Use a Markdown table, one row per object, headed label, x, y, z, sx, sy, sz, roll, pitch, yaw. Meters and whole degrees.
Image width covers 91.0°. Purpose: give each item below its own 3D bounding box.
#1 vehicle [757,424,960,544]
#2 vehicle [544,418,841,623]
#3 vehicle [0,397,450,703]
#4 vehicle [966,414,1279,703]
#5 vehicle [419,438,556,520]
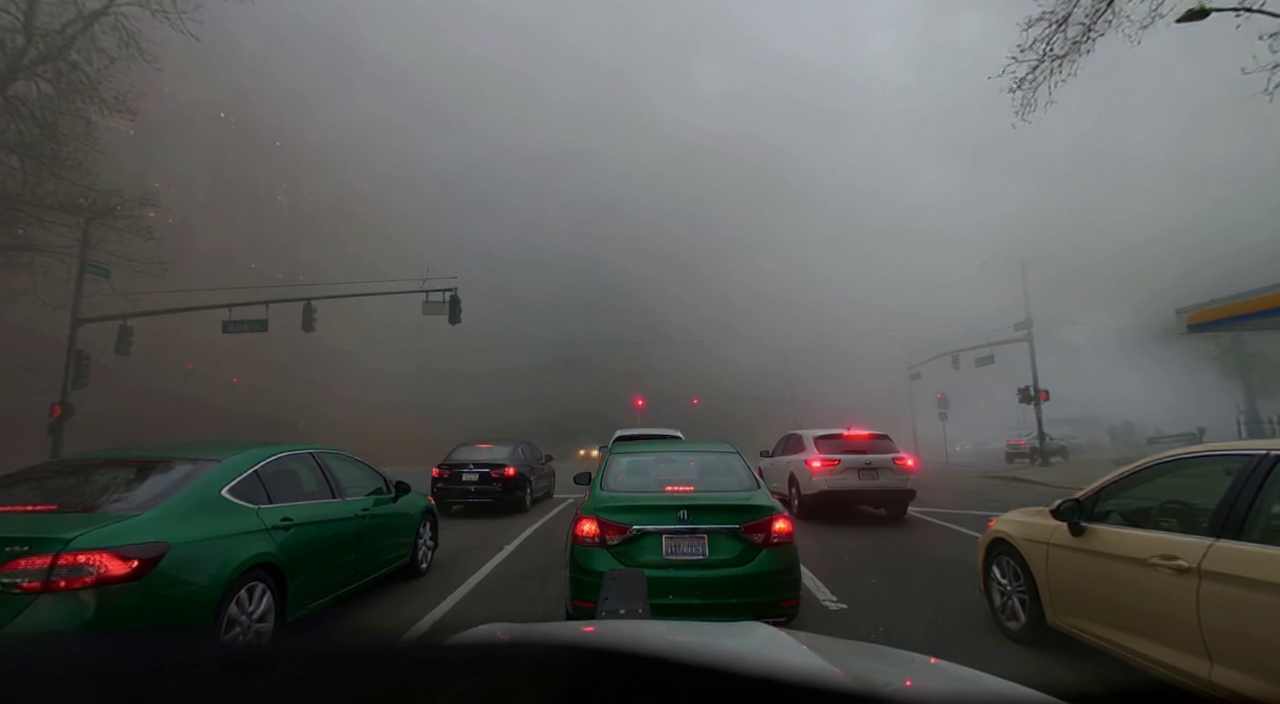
| label | x | y | z | sx | sy | sz | roll | pitch | yaw |
| --- | --- | --- | --- | --- | --- | --- | --- | --- | --- |
| vehicle | 3.386 | 2.124 | 10.755 | 1.947 | 1.630 | 4.127 | 0 | -9 | 0 |
| vehicle | 0.327 | 1.582 | 6.932 | 2.220 | 1.507 | 4.317 | 0 | -9 | -2 |
| vehicle | -3.017 | 1.248 | 4.597 | 1.887 | 1.493 | 4.255 | 0 | -9 | 0 |
| vehicle | 4.170 | 1.126 | 3.579 | 1.950 | 1.497 | 4.686 | 0 | -9 | -3 |
| vehicle | -3.075 | 2.640 | 13.676 | 1.867 | 1.474 | 4.237 | 0 | -9 | 0 |
